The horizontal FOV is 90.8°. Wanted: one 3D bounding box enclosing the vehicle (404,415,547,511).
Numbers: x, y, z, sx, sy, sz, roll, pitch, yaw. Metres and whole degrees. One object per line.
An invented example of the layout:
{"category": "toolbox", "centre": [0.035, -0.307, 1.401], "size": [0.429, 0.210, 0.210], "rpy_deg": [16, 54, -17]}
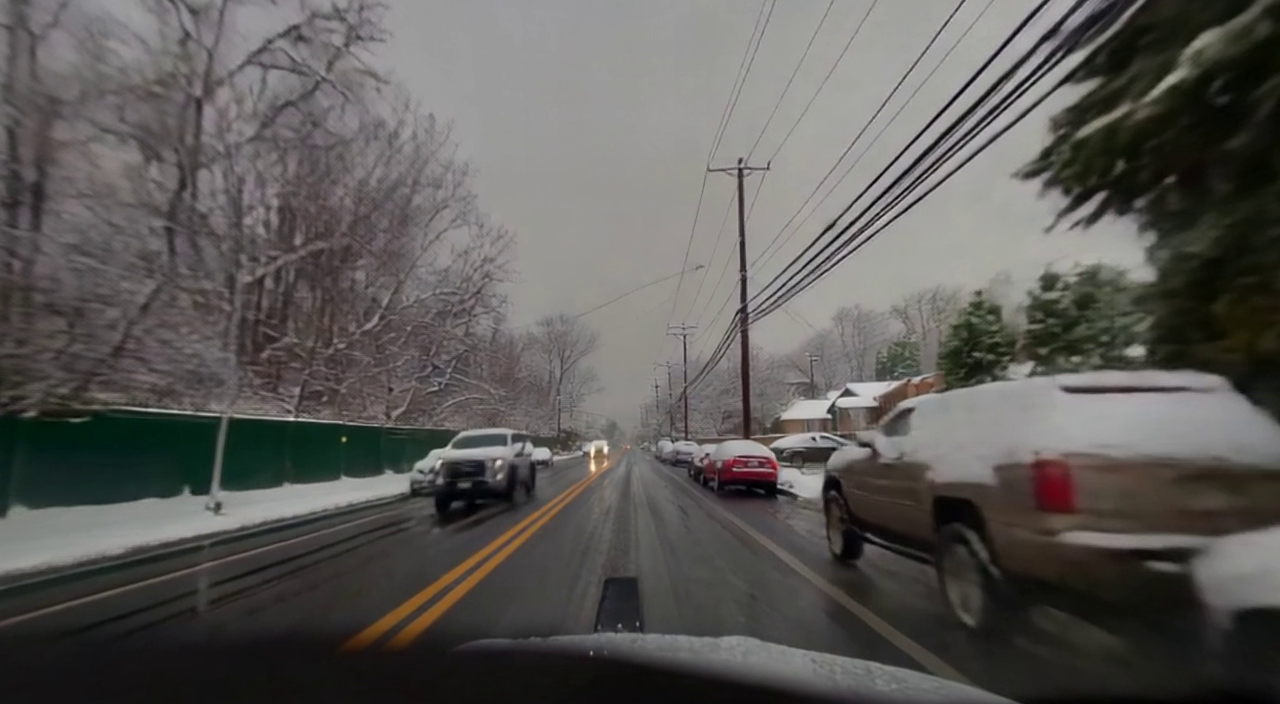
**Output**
{"category": "vehicle", "centre": [-3.721, 2.640, 15.399], "size": [2.194, 1.935, 4.807], "rpy_deg": [0, -9, 0]}

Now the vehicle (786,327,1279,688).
{"category": "vehicle", "centre": [3.249, 1.235, 6.238], "size": [2.174, 2.049, 5.088], "rpy_deg": [0, -8, -2]}

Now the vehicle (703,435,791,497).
{"category": "vehicle", "centre": [3.072, 3.352, 18.990], "size": [1.826, 1.614, 4.241], "rpy_deg": [0, -9, -1]}

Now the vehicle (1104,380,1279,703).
{"category": "vehicle", "centre": [3.379, 0.653, 0.903], "size": [1.914, 1.520, 4.455], "rpy_deg": [0, -8, -2]}
